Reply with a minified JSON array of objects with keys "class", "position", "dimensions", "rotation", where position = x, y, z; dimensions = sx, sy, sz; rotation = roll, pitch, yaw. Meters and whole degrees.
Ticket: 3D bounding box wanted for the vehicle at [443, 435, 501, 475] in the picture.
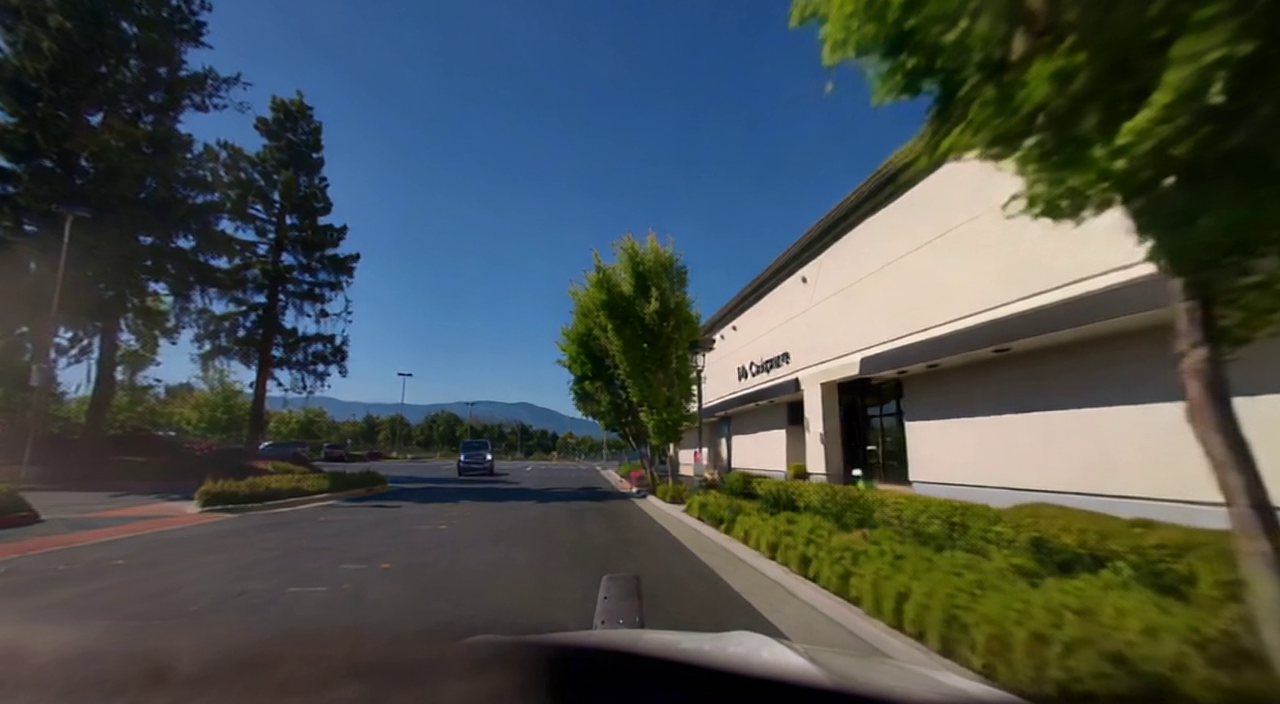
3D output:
[{"class":"vehicle","position":[-8.264,5.100,31.578],"dimensions":[2.180,1.806,4.541],"rotation":[1,-8,-7]}]
